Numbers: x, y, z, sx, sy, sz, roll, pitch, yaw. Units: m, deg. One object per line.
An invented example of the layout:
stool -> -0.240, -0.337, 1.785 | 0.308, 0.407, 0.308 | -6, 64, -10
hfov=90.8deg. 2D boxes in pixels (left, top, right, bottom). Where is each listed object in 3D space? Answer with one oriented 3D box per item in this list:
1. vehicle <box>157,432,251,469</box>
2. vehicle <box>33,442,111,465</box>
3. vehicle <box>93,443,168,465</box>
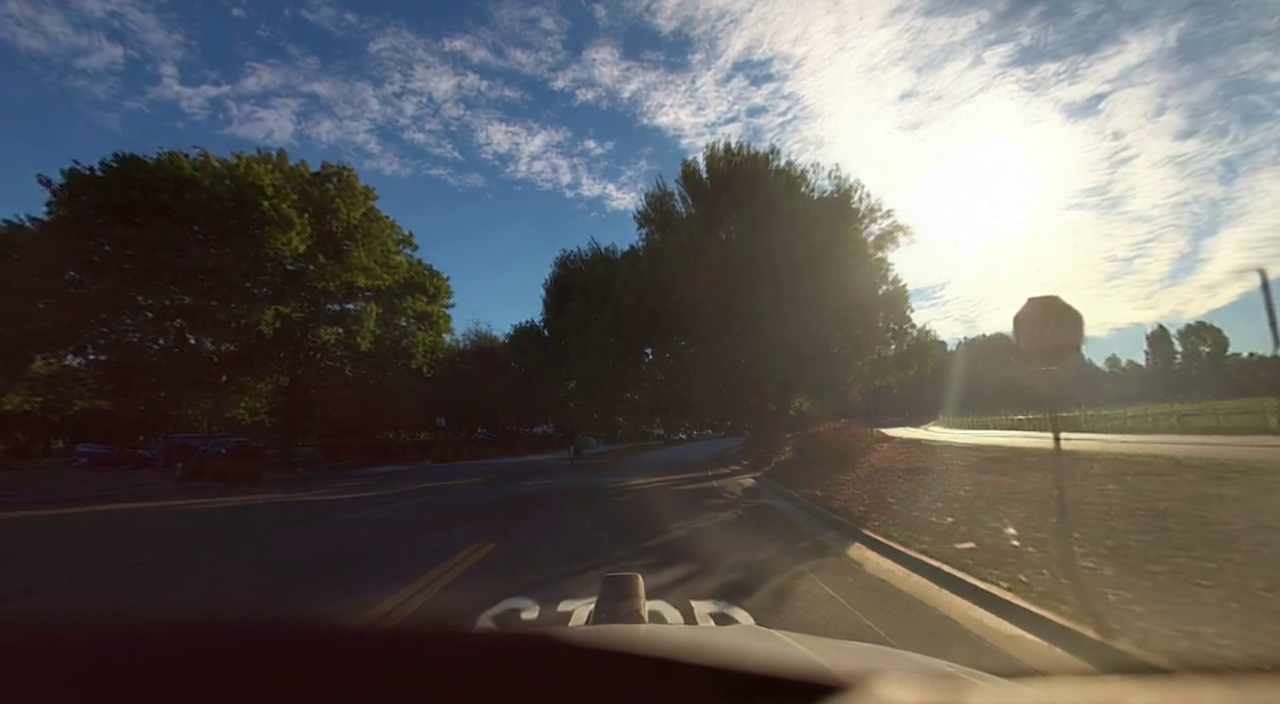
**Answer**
vehicle -> -27.821, 6.265, 40.391 | 4.733, 1.892, 1.939 | -4, -4, 3
vehicle -> -44.216, 7.904, 49.227 | 4.229, 1.674, 1.996 | -1, -9, 4
vehicle -> -39.187, 7.836, 48.634 | 4.258, 1.584, 1.843 | -1, -9, 5
